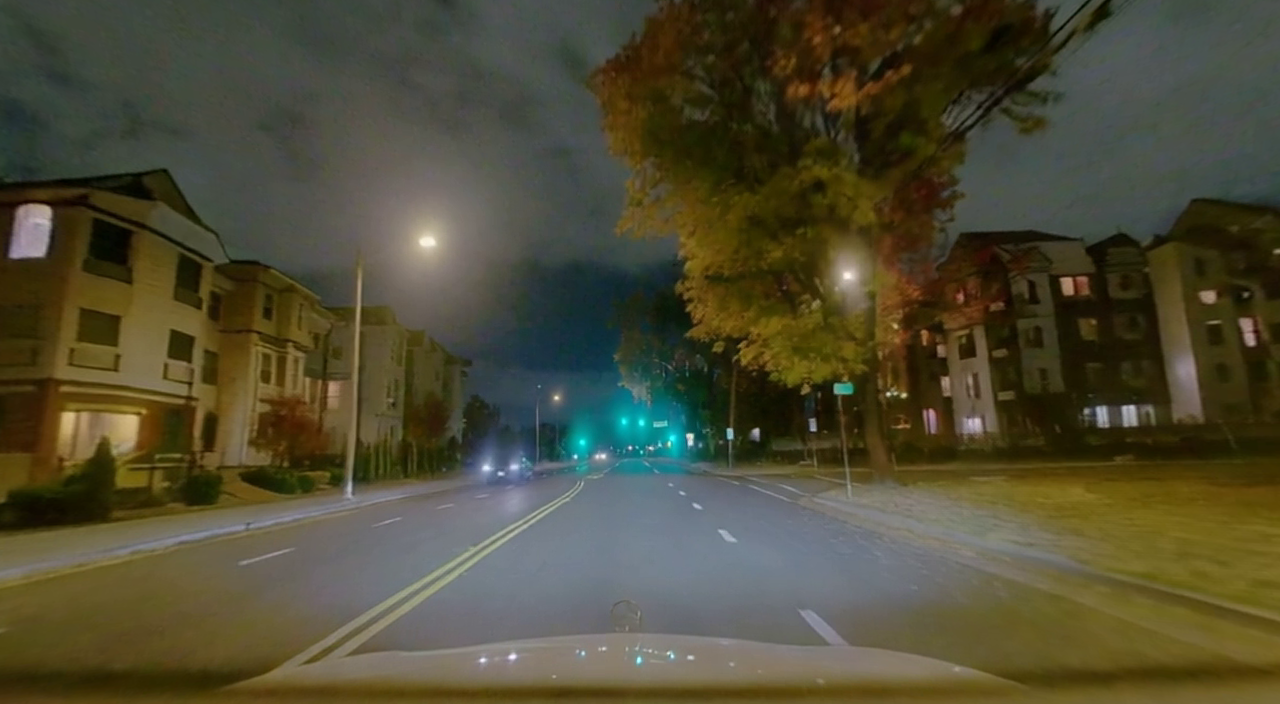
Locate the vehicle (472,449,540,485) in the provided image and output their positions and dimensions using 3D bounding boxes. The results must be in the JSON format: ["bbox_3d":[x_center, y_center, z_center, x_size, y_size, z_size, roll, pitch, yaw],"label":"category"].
[{"bbox_3d":[-6.125,5.317,29.510,2.243,1.476,4.729,0,-9,-1],"label":"vehicle"}]
